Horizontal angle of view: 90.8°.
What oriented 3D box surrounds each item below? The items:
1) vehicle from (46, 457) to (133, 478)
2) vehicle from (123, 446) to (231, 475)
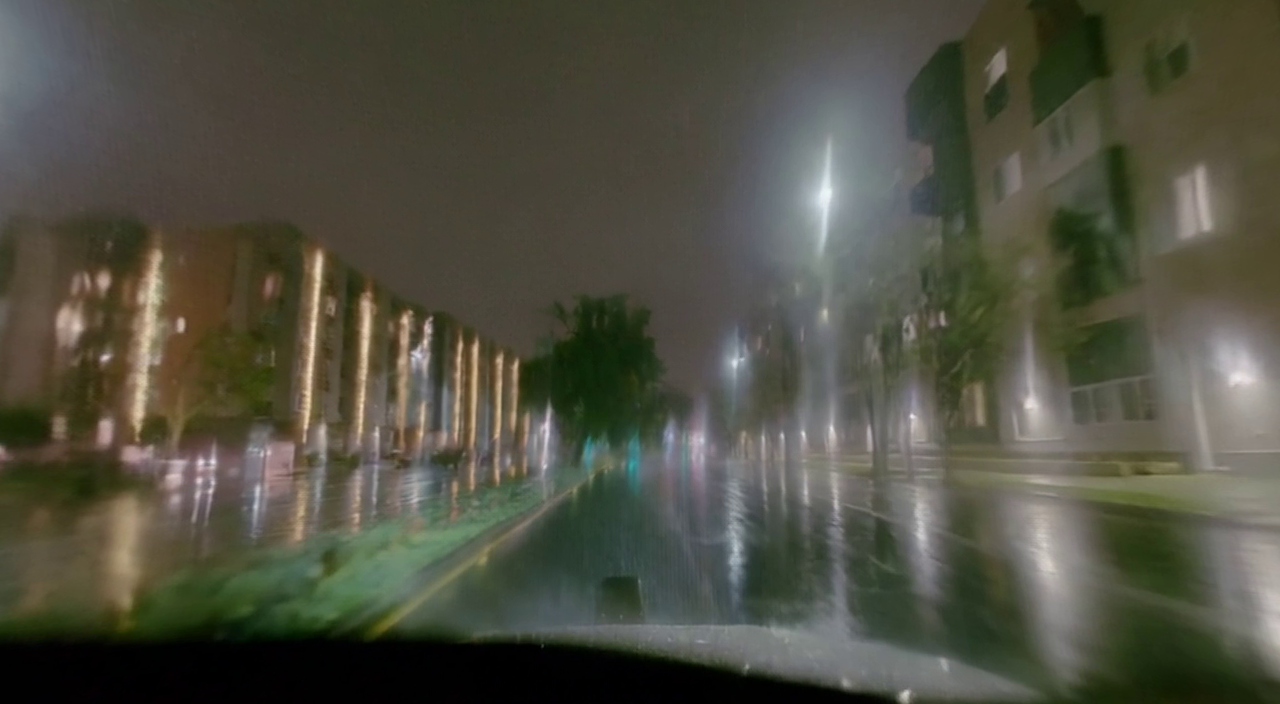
[{"bbox_3d":[-39.299,8.255,45.198,4.461,1.410,1.789,0,-8,-1],"label":"vehicle"},{"bbox_3d":[-33.024,7.731,45.199,5.722,2.038,2.444,0,-9,0],"label":"vehicle"}]
